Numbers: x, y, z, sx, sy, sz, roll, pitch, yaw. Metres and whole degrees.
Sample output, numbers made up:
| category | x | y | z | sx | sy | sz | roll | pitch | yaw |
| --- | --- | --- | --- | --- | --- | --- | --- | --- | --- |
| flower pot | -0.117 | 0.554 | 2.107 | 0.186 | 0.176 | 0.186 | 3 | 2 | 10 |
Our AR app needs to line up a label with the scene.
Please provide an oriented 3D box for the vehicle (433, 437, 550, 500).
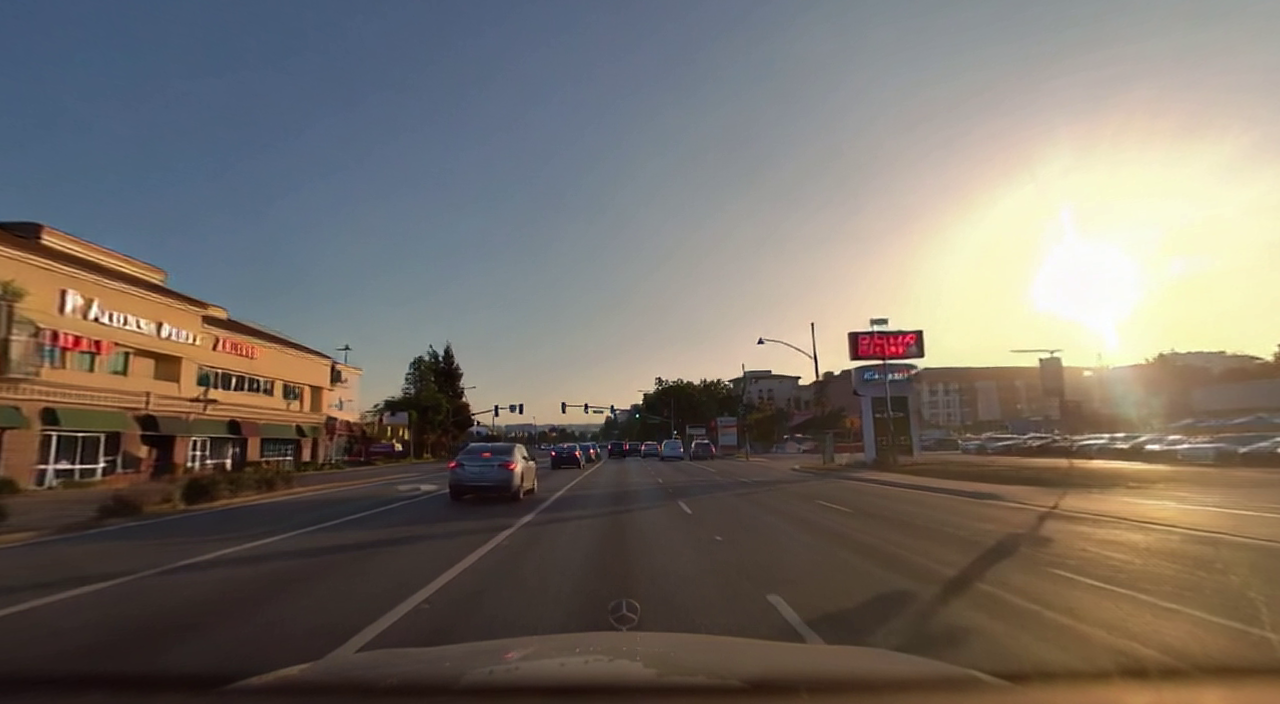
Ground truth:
| category | x | y | z | sx | sy | sz | roll | pitch | yaw |
| --- | --- | --- | --- | --- | --- | --- | --- | --- | --- |
| vehicle | -3.915 | 3.161 | 17.580 | 2.097 | 1.497 | 4.571 | 0 | -8 | 0 |

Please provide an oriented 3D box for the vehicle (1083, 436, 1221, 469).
| category | x | y | z | sx | sy | sz | roll | pitch | yaw |
| --- | --- | --- | --- | --- | --- | --- | --- | --- | --- |
| vehicle | 25.088 | 4.953 | 31.191 | 4.799 | 1.497 | 1.952 | -4 | -9 | 22 |

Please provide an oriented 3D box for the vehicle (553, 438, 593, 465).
| category | x | y | z | sx | sy | sz | roll | pitch | yaw |
| --- | --- | --- | --- | --- | --- | --- | --- | --- | --- |
| vehicle | -4.298 | 6.489 | 41.189 | 2.143 | 1.643 | 4.336 | 0 | -8 | 0 |

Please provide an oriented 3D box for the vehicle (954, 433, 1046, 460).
| category | x | y | z | sx | sy | sz | roll | pitch | yaw |
| --- | --- | --- | --- | --- | --- | --- | --- | --- | --- |
| vehicle | 23.353 | 6.184 | 41.190 | 4.824 | 1.693 | 1.984 | -3 | -9 | 21 |
